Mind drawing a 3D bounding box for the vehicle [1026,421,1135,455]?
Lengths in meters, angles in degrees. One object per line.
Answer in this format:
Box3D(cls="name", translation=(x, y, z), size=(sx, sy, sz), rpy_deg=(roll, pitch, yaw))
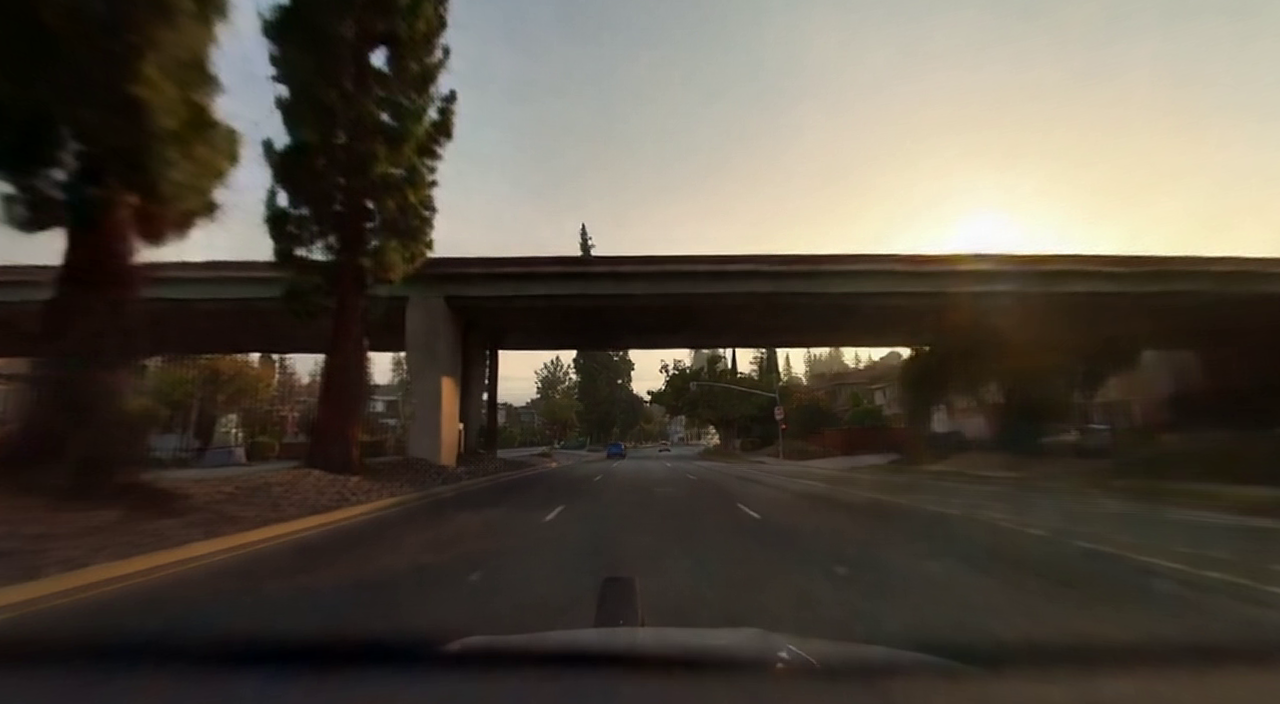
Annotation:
Box3D(cls="vehicle", translation=(19.857, 3.893, 28.580), size=(3.688, 1.489, 1.667), rpy_deg=(1, -9, -4))
